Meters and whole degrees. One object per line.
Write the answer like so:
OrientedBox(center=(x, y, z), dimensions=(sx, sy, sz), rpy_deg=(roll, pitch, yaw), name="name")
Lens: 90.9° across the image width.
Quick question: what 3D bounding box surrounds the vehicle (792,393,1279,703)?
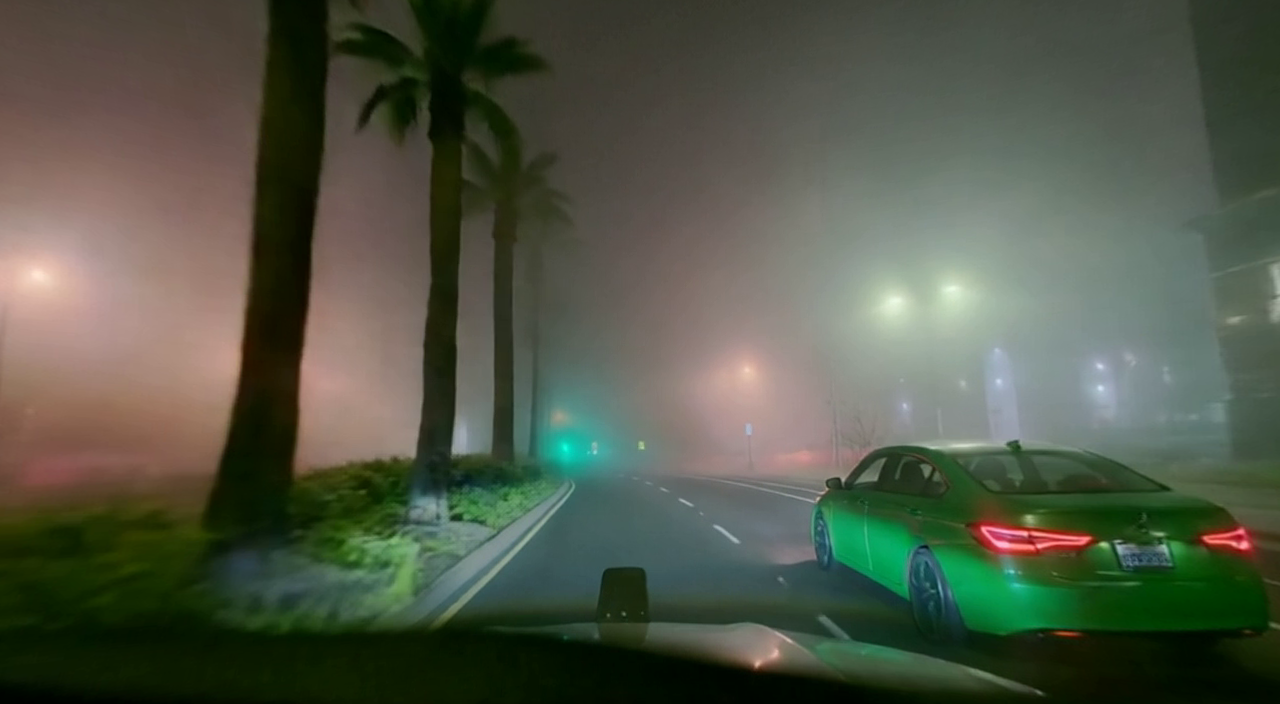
OrientedBox(center=(2.816, 1.326, 5.392), dimensions=(1.867, 1.554, 4.301), rpy_deg=(-1, -9, -1), name="vehicle")
